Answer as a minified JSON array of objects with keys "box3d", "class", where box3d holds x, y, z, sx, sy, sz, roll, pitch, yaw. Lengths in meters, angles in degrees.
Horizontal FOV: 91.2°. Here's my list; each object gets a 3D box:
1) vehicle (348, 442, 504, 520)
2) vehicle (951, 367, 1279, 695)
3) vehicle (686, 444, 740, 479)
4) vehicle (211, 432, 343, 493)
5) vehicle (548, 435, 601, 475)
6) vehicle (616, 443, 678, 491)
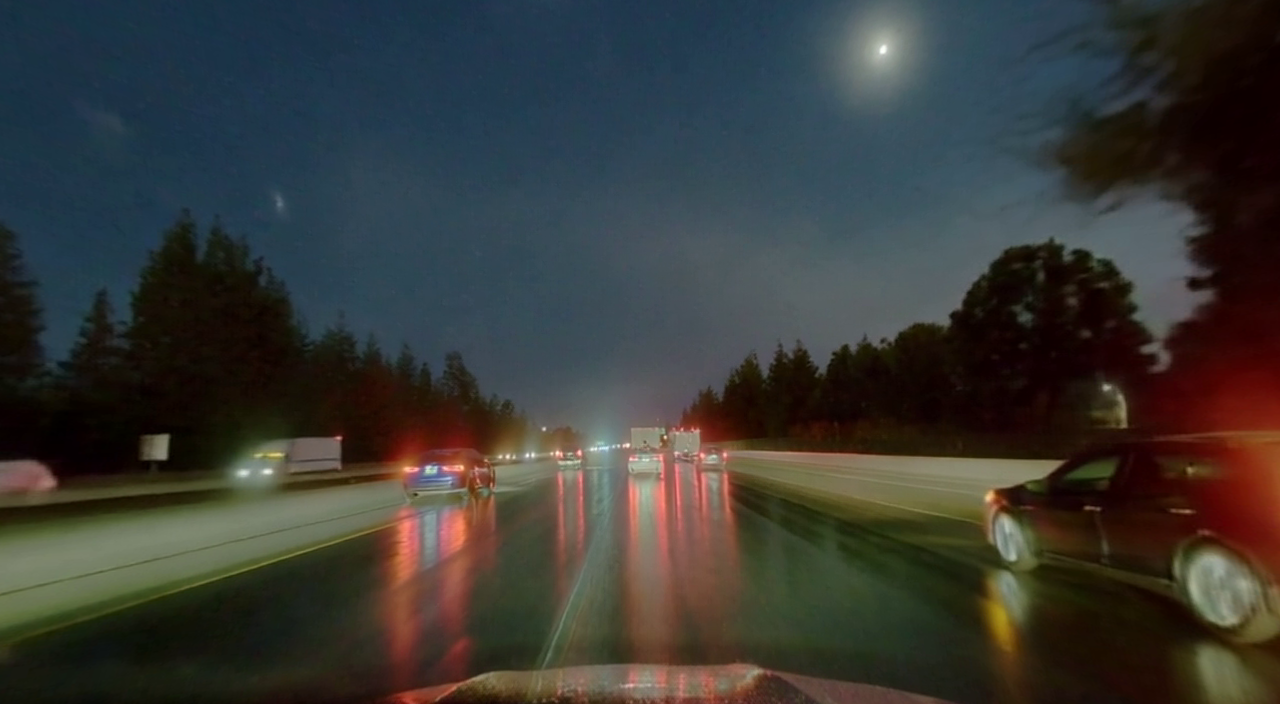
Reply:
[{"box3d":[-4.589,2.823,14.280,1.967,1.473,4.439,0,-9,0],"class":"vehicle"},{"box3d":[4.221,1.065,4.220,2.018,1.639,4.149,0,-9,-1],"class":"vehicle"},{"box3d":[3.379,5.165,29.849,1.959,1.503,4.064,0,-9,-2],"class":"vehicle"},{"box3d":[-16.364,5.001,28.775,2.408,2.483,5.904,0,-9,1],"class":"vehicle"},{"box3d":[-3.413,5.493,33.463,2.230,1.973,4.403,-1,-9,2],"class":"vehicle"},{"box3d":[0.217,4.035,22.352,2.015,1.526,4.286,0,-9,0],"class":"vehicle"}]
